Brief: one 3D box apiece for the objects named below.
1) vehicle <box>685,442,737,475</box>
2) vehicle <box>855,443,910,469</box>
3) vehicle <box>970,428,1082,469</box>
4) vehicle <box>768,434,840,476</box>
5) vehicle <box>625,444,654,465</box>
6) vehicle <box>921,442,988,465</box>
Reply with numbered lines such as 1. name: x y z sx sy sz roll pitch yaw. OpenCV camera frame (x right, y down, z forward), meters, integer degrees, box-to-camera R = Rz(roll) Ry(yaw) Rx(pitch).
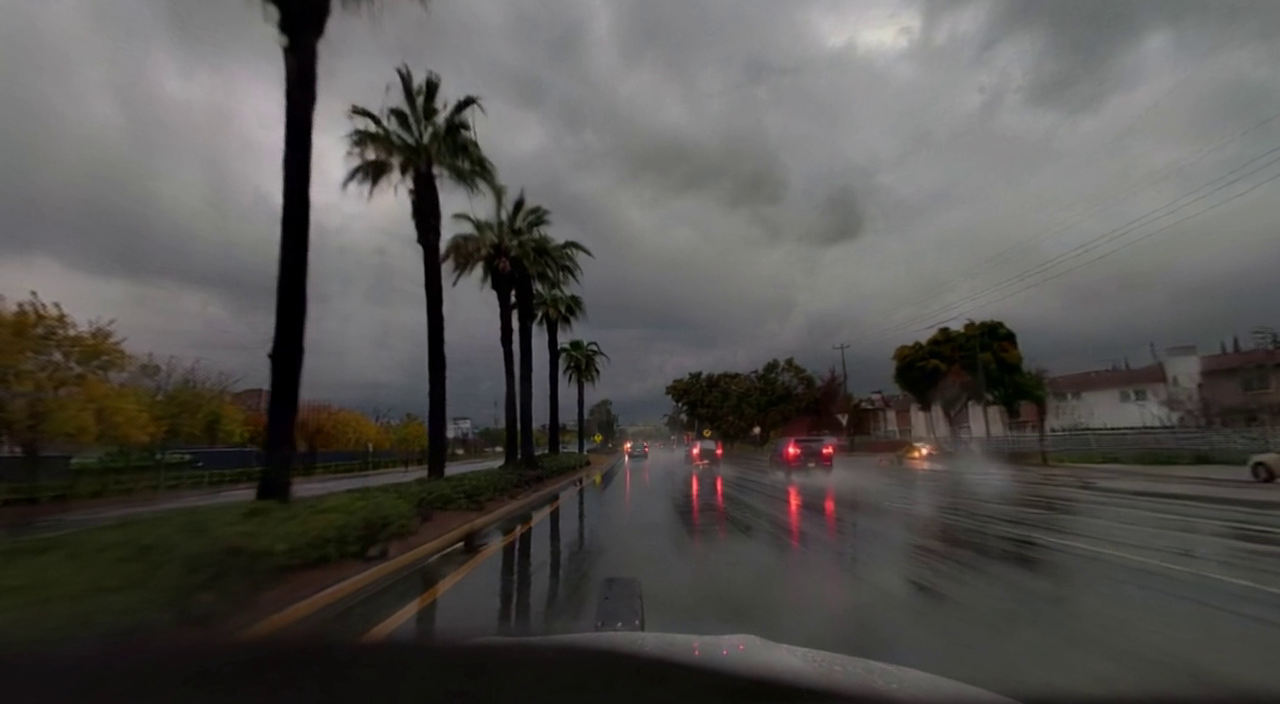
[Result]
1. vehicle: 3.328 5.095 30.494 1.875 1.452 4.453 0 -9 -2
2. vehicle: 14.367 6.161 37.569 1.743 1.505 3.682 0 -9 -1
3. vehicle: 20.982 5.304 34.768 2.304 2.044 5.894 0 -9 -2
4. vehicle: 7.008 4.460 27.479 1.916 1.646 4.258 0 -9 -1
5. vehicle: -0.079 7.663 47.251 2.031 1.444 4.361 0 -9 -1
6. vehicle: 20.867 6.744 42.141 1.822 1.456 4.860 0 -9 -2
